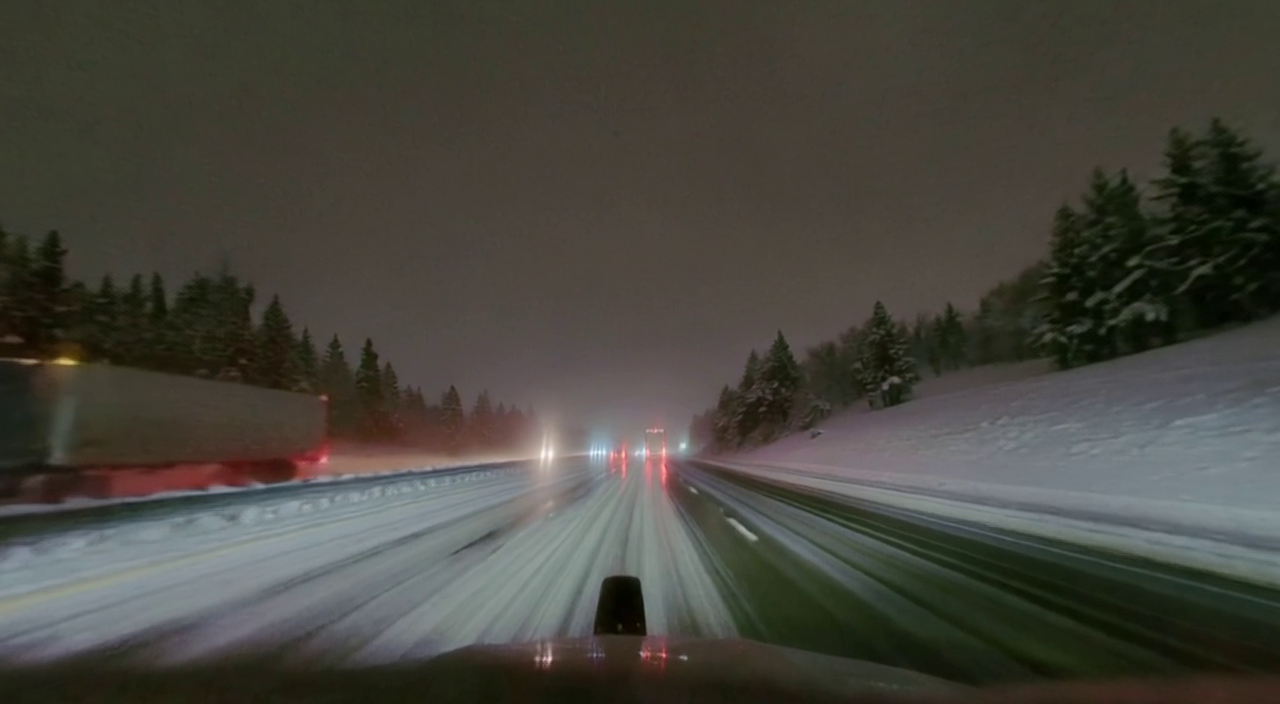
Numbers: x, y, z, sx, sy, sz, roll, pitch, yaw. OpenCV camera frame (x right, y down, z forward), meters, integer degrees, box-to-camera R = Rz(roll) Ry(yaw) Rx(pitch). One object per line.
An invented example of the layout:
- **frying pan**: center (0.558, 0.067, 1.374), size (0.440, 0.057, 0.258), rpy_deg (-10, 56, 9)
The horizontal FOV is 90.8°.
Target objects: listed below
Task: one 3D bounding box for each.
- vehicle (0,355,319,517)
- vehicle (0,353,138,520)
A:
- **vehicle**: center (-16.927, 3.165, 23.070), size (2.899, 4.090, 14.001), rpy_deg (0, -9, 1)
- **vehicle**: center (-16.941, 2.173, 16.149), size (3.004, 3.988, 5.943), rpy_deg (0, -9, 0)
